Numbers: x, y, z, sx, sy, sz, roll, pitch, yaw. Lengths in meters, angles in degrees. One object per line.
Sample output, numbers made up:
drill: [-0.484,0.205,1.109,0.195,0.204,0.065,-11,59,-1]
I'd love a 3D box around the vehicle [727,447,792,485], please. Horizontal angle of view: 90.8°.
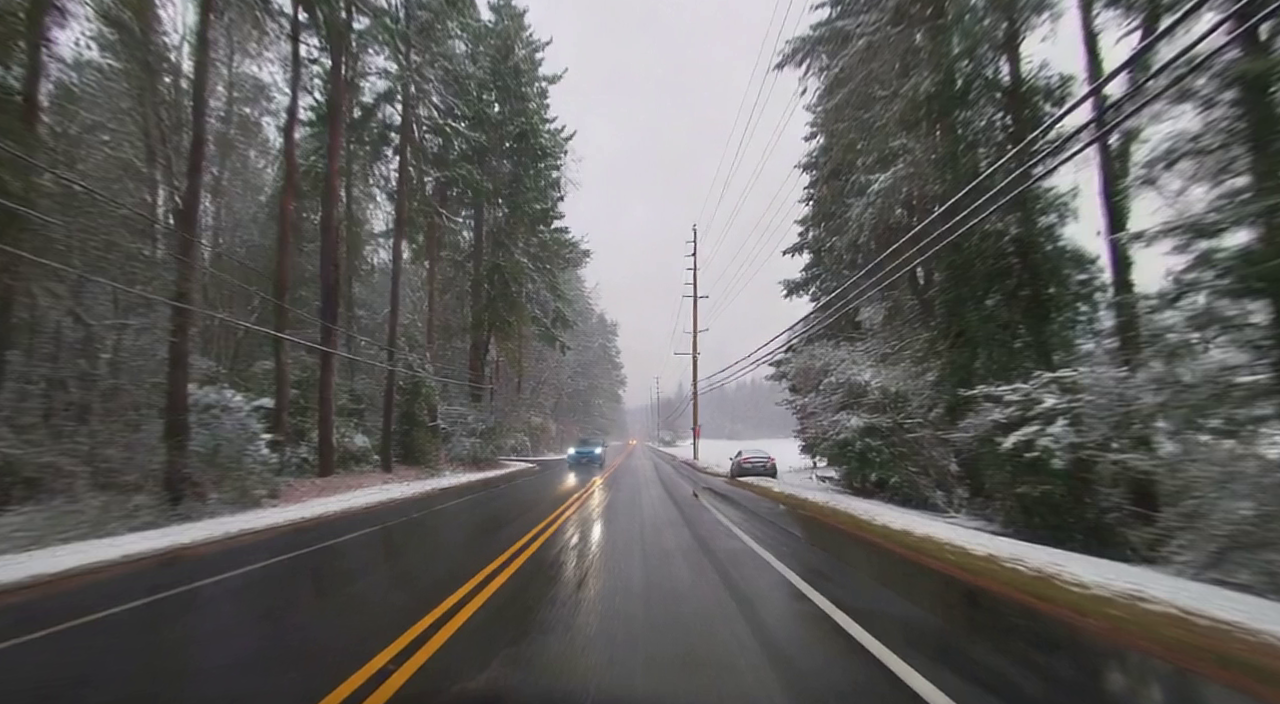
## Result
vehicle: [4.996,4.824,27.057,1.905,1.482,4.240,0,-9,-1]

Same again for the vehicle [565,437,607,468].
vehicle: [-3.213,6.090,38.444,2.023,1.722,4.372,0,-9,1]
